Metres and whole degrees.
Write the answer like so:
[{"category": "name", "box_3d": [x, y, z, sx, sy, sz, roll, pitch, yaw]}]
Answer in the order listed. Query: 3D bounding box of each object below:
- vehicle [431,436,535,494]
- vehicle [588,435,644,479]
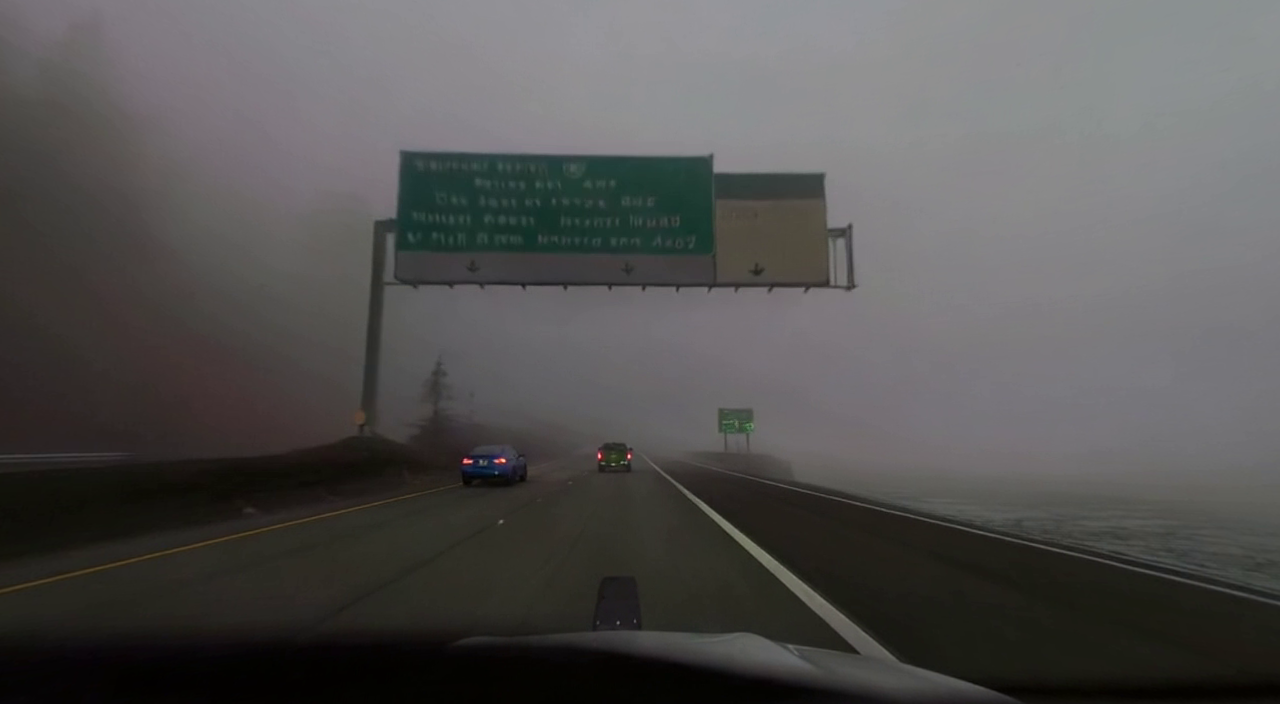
[{"category": "vehicle", "box_3d": [-4.824, 3.554, 20.043, 2.103, 1.588, 4.709, -1, -9, 0]}, {"category": "vehicle", "box_3d": [-1.023, 4.479, 27.013, 2.220, 1.711, 4.056, 0, -9, -2]}]
